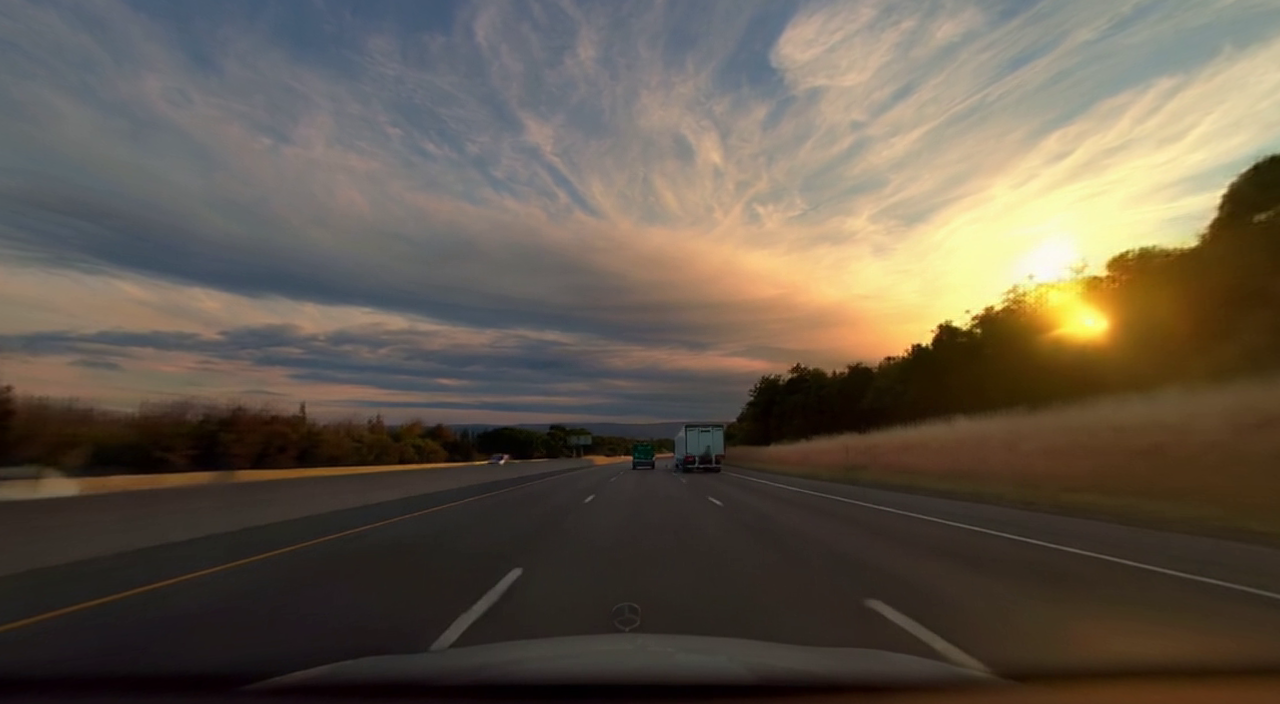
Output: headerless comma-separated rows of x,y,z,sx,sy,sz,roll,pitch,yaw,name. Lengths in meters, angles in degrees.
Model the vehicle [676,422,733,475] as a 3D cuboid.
4.450,6.961,45.482,2.960,3.381,8.914,0,-9,-1,vehicle
